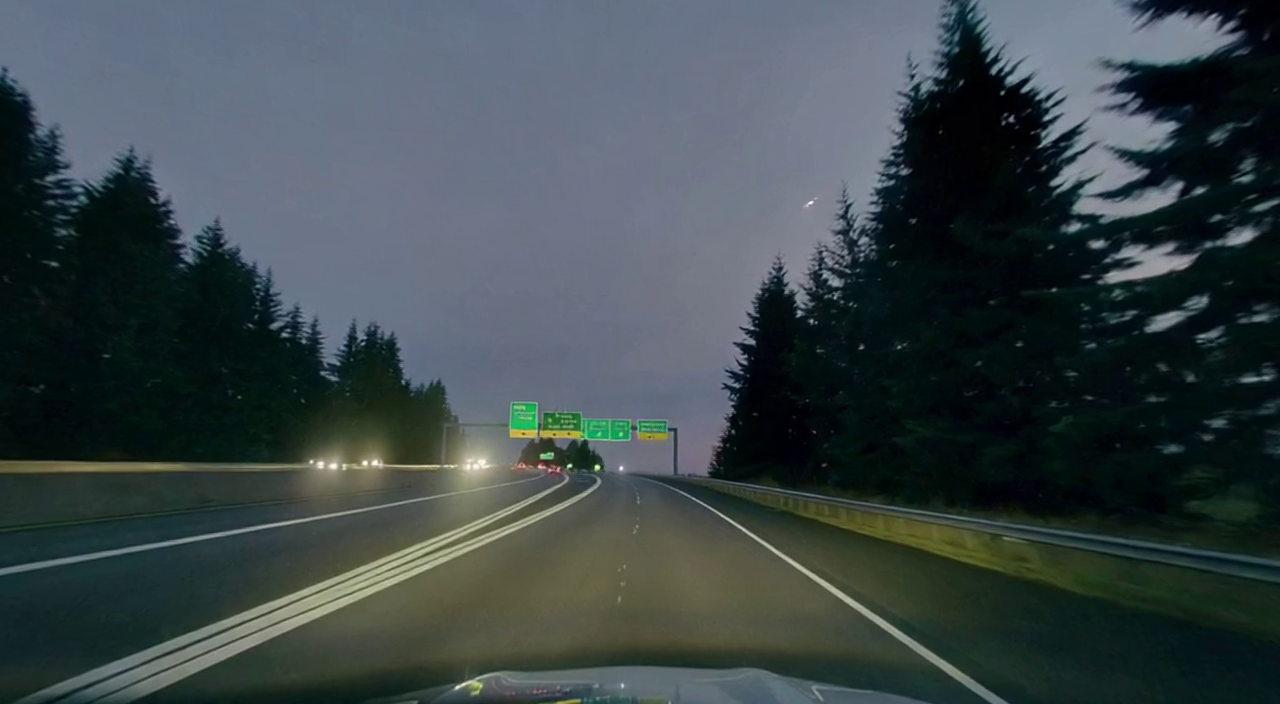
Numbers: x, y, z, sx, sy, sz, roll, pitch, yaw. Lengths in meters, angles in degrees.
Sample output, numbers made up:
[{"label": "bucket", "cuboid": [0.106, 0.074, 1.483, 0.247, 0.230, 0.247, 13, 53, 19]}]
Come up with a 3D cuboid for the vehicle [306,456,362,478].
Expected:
[{"label": "vehicle", "cuboid": [-22.390, 8.446, 46.267, 2.041, 1.494, 4.669, 1, -11, -4]}]
